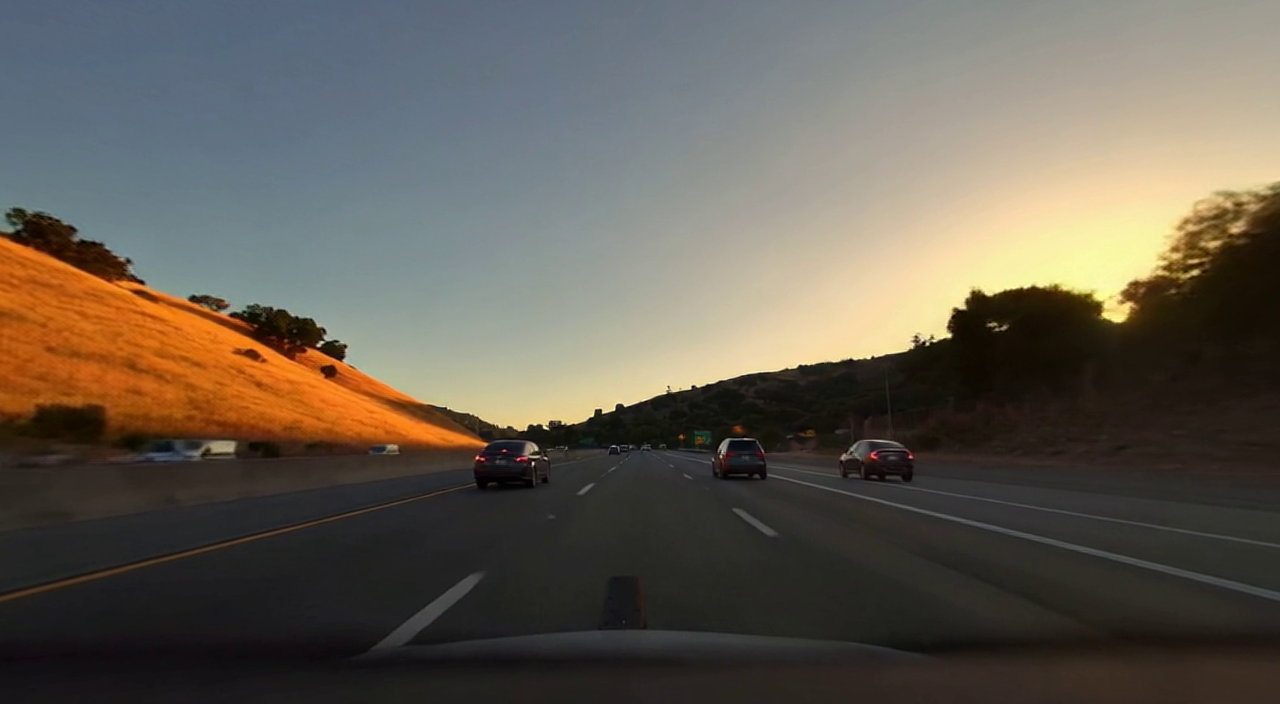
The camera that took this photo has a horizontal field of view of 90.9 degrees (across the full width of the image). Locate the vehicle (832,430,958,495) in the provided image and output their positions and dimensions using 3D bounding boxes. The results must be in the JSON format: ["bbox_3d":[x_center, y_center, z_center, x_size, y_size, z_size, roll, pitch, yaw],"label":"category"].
[{"bbox_3d":[7.506,3.272,19.101,1.998,1.717,4.338,0,-8,0],"label":"vehicle"}]

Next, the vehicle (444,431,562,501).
[{"bbox_3d":[-3.585,3.073,17.483,2.166,1.672,4.388,0,-8,2],"label":"vehicle"}]

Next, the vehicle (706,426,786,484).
[{"bbox_3d":[3.800,3.811,23.612,2.121,1.925,5.056,0,-8,0],"label":"vehicle"}]
